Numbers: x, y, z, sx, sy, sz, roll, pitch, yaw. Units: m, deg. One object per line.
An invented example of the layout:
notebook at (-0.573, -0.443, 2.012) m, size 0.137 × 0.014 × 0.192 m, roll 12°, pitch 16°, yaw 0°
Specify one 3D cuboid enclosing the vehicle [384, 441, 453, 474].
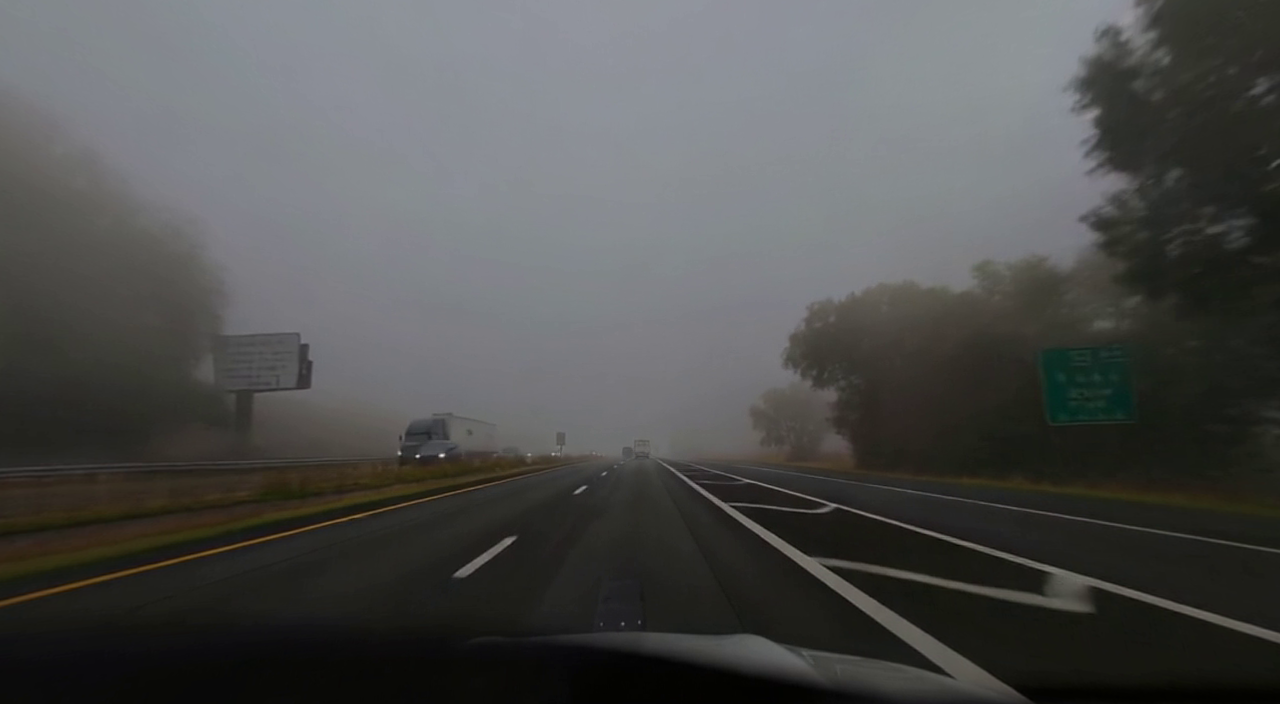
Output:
vehicle at (-12.216, 5.823, 35.065) m, size 2.033 × 1.695 × 4.787 m, roll 0°, pitch -9°, yaw 1°
